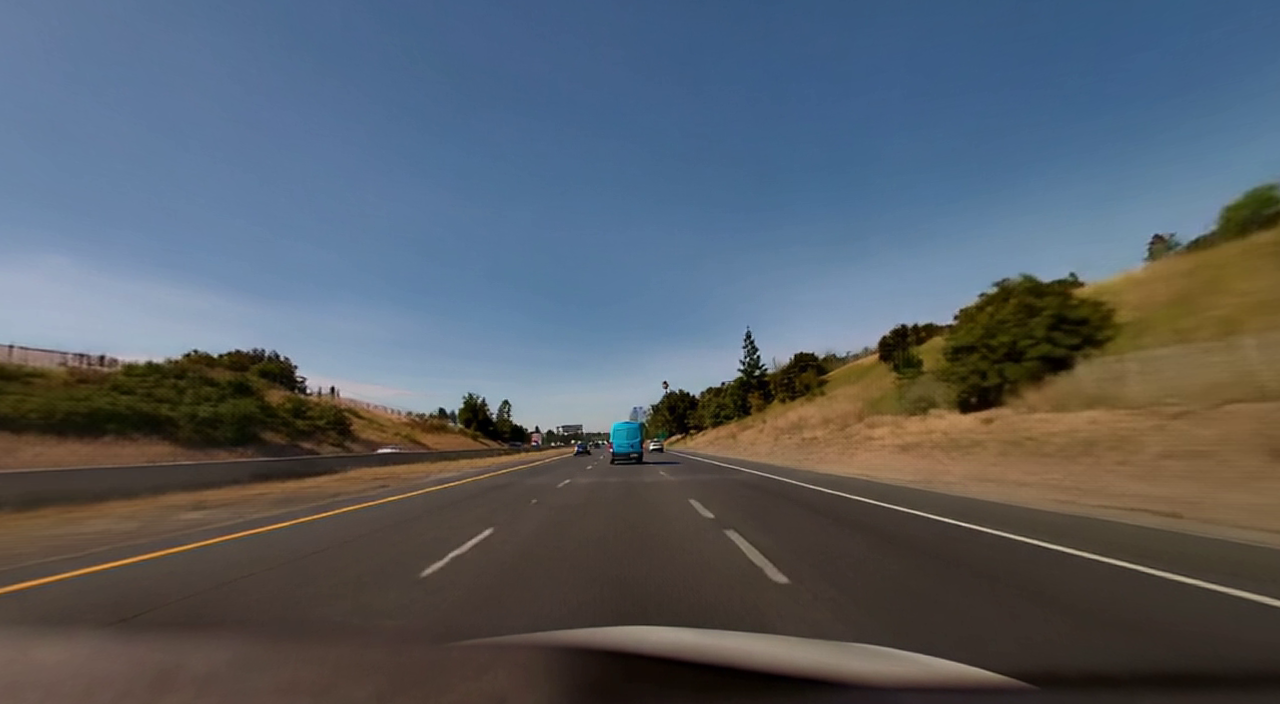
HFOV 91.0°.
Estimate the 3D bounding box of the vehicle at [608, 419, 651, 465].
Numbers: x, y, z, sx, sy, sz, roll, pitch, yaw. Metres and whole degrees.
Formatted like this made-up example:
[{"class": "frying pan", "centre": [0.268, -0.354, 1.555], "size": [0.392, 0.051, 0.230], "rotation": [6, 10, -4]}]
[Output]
[{"class": "vehicle", "centre": [-0.613, 5.259, 36.662], "size": [2.329, 2.483, 5.428], "rotation": [0, -8, -1]}]
